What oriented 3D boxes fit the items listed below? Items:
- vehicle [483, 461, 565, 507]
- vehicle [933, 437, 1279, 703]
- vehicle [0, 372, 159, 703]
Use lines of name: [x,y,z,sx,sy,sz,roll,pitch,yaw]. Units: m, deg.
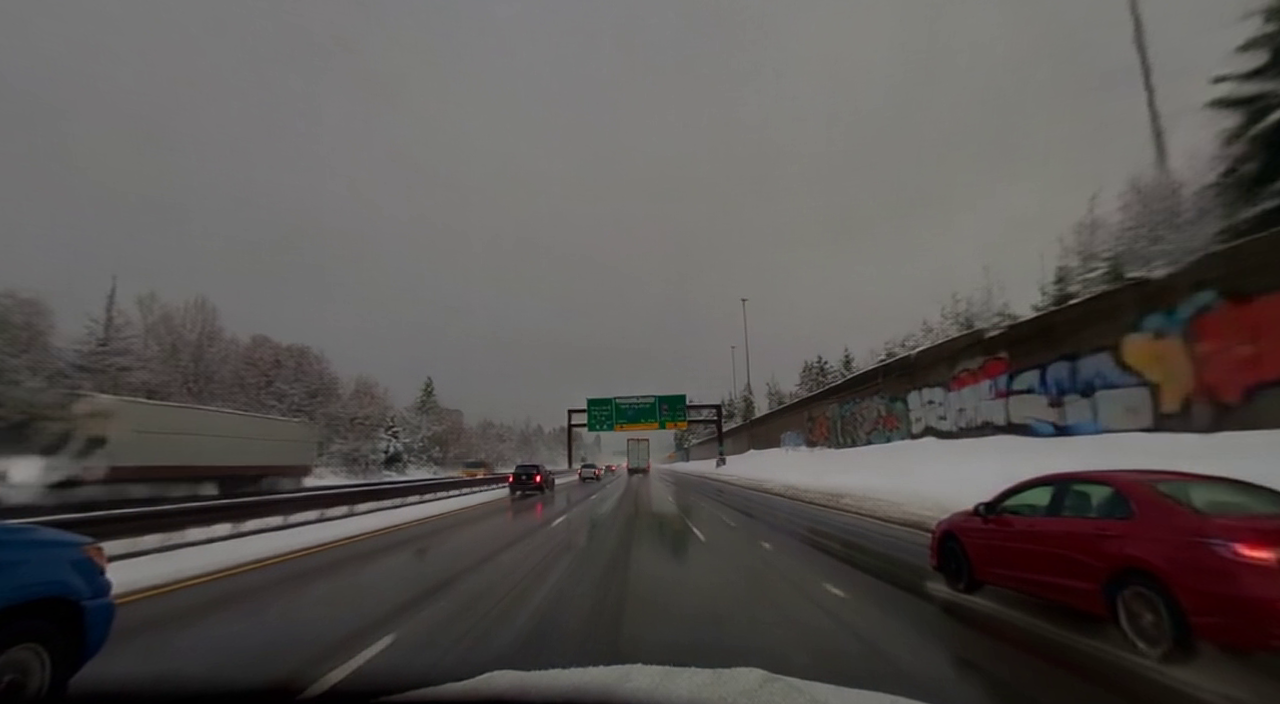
vehicle: [-3.993,4.634,22.441,2.054,1.443,4.131,0,-10,1]
vehicle: [4.113,1.429,4.527,1.917,1.458,4.199,1,-10,-1]
vehicle: [-3.392,0.591,0.776,2.004,1.610,4.508,1,-10,0]
